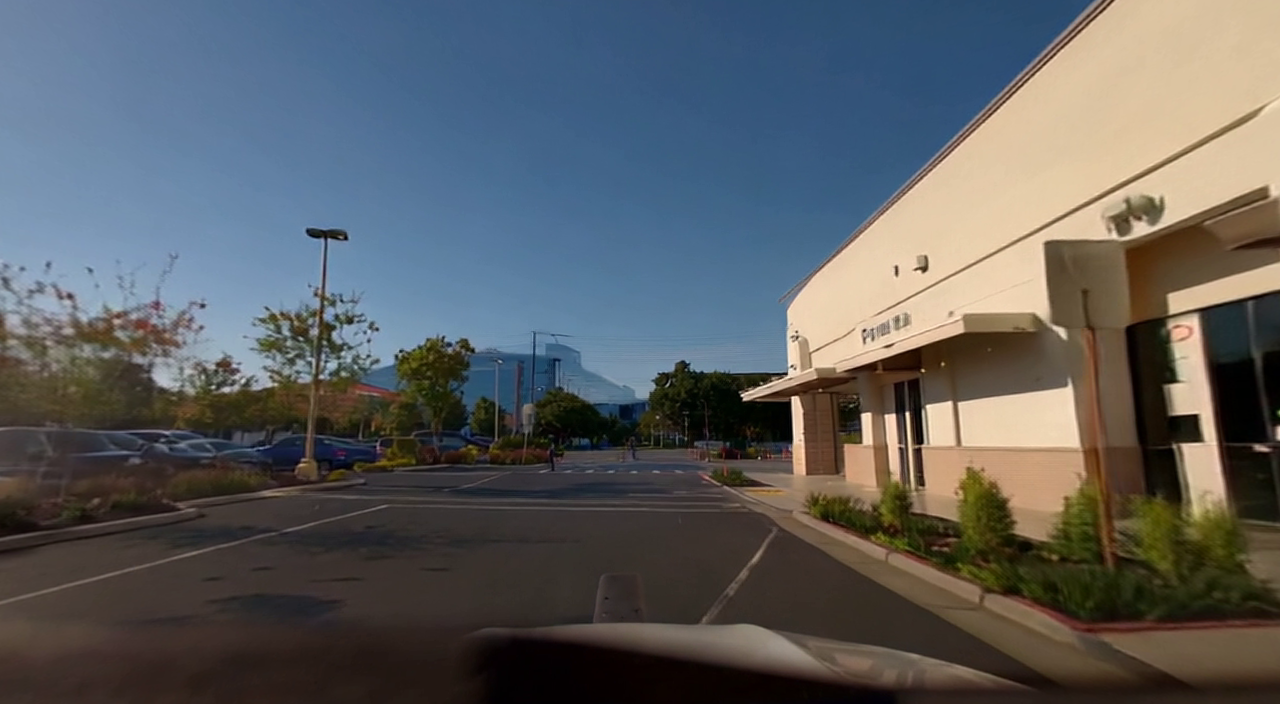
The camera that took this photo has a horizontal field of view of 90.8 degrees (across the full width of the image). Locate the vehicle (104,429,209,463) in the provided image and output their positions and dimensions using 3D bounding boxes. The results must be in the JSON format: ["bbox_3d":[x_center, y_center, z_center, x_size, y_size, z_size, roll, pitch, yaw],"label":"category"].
[{"bbox_3d":[-24.350,4.749,32.040,1.773,1.498,4.085,3,-8,6],"label":"vehicle"}]

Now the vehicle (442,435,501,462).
[{"bbox_3d":[-10.248,5.920,38.855,1.891,1.464,4.646,2,-8,6],"label":"vehicle"}]

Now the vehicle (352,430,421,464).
[{"bbox_3d":[-12.998,4.915,32.724,1.892,1.597,4.259,0,-8,-2],"label":"vehicle"}]

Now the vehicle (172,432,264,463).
[{"bbox_3d":[-21.377,4.868,32.210,1.909,1.474,3.908,0,-8,2],"label":"vehicle"}]

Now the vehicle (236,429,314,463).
[{"bbox_3d":[-18.741,4.826,32.616,1.902,1.645,3.903,0,-7,-5],"label":"vehicle"}]

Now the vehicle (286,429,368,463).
[{"bbox_3d":[-15.920,4.828,32.389,1.928,1.613,4.197,0,-8,2],"label":"vehicle"}]
